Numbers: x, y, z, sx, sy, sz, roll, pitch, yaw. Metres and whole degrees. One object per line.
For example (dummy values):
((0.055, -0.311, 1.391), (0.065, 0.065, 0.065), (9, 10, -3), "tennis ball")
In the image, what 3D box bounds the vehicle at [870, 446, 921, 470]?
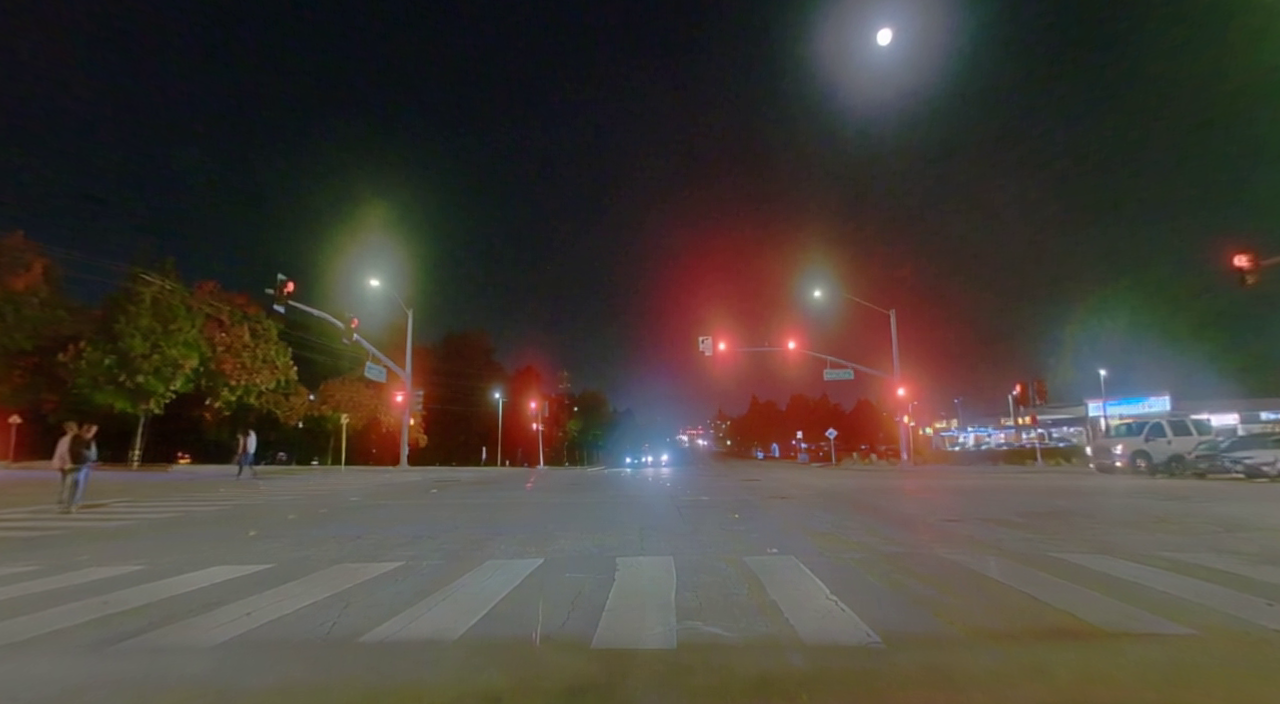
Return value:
((17.521, 7.244, 43.513), (1.789, 1.557, 4.293), (0, -9, 1), "vehicle")

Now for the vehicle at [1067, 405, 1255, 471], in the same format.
((22.947, 3.860, 28.103), (5.855, 2.746, 2.523), (-1, -9, 3), "vehicle")

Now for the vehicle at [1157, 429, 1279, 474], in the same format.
((21.059, 3.400, 21.736), (4.740, 1.464, 1.876), (-1, -9, 3), "vehicle")

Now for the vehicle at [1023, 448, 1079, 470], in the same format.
((27.714, 7.225, 42.718), (1.589, 1.405, 3.633), (-1, -9, 4), "vehicle")
